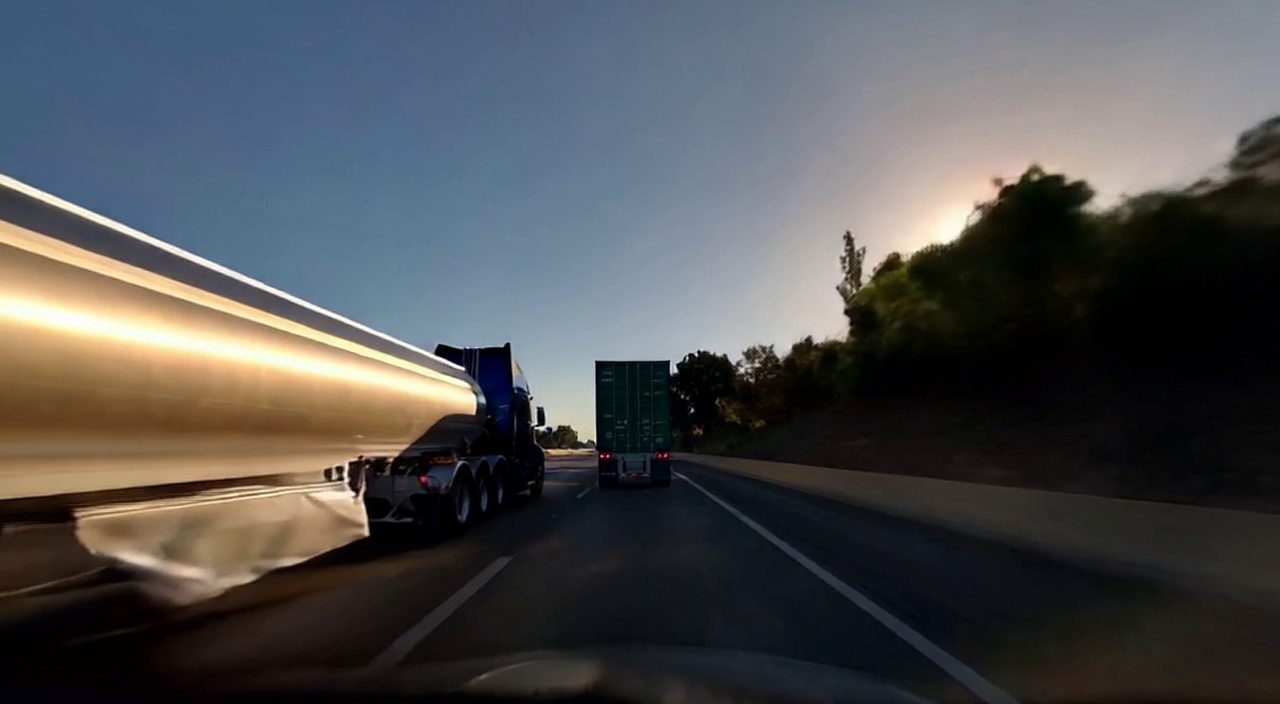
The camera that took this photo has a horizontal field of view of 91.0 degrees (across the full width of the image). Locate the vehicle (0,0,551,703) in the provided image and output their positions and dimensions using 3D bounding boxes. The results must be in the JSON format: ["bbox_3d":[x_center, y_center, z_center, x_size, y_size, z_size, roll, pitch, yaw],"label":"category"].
[{"bbox_3d":[-4.057,0.692,7.758,3.267,3.655,17.154,0,-8,1],"label":"vehicle"}]

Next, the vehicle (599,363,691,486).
[{"bbox_3d":[0.208,3.195,26.162,2.942,4.003,11.297,0,-9,0],"label":"vehicle"}]
